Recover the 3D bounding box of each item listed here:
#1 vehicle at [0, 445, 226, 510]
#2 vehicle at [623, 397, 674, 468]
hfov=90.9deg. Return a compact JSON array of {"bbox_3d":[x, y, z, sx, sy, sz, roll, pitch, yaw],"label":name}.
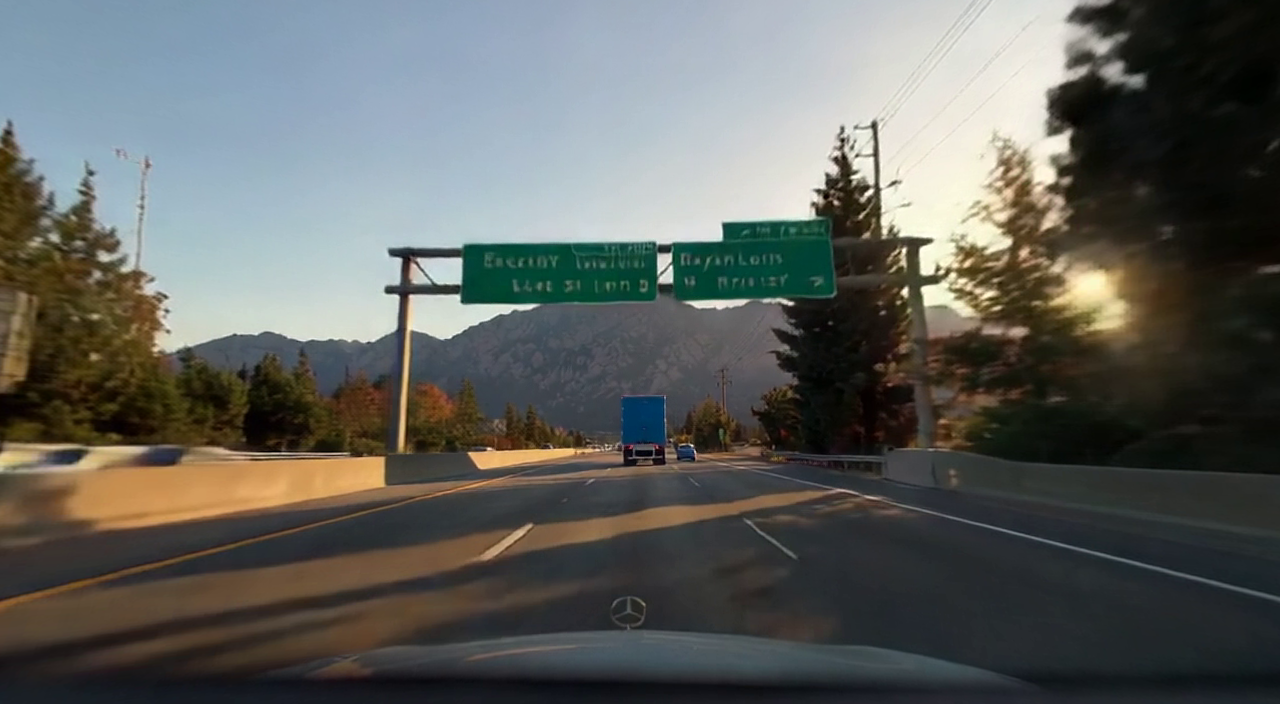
[{"bbox_3d":[-16.140,3.781,19.824,2.048,1.702,6.079,0,-8,1],"label":"vehicle"},{"bbox_3d":[0.394,5.519,42.516,2.919,4.101,11.541,0,-8,-1],"label":"vehicle"}]
